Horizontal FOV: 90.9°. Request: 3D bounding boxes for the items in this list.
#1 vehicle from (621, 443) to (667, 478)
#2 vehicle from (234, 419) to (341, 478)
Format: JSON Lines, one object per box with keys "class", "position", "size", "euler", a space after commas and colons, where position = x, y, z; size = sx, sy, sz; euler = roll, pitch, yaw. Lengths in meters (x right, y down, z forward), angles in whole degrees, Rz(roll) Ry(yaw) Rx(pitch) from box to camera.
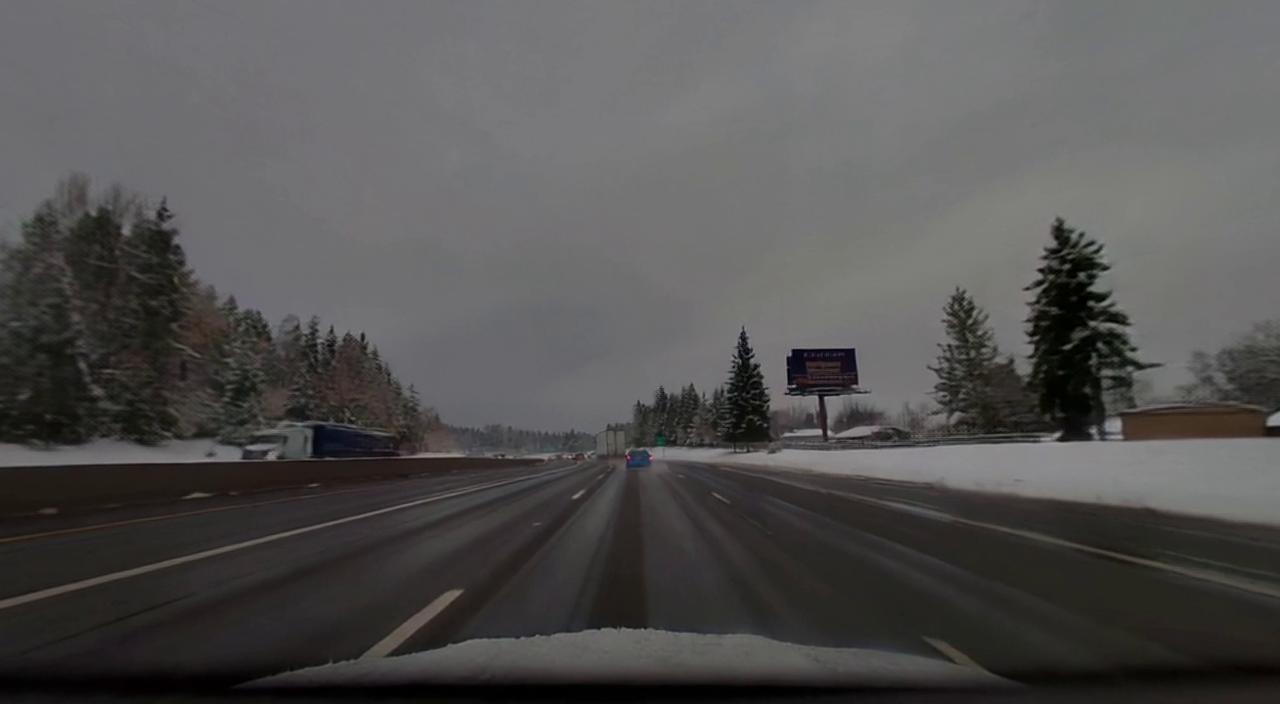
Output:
{"class": "vehicle", "position": [0.107, 5.155, 30.196], "size": [2.042, 1.528, 4.300], "euler": [0, -8, -2]}
{"class": "vehicle", "position": [-25.325, 7.003, 45.985], "size": [3.016, 3.920, 8.421], "euler": [0, -8, -1]}
